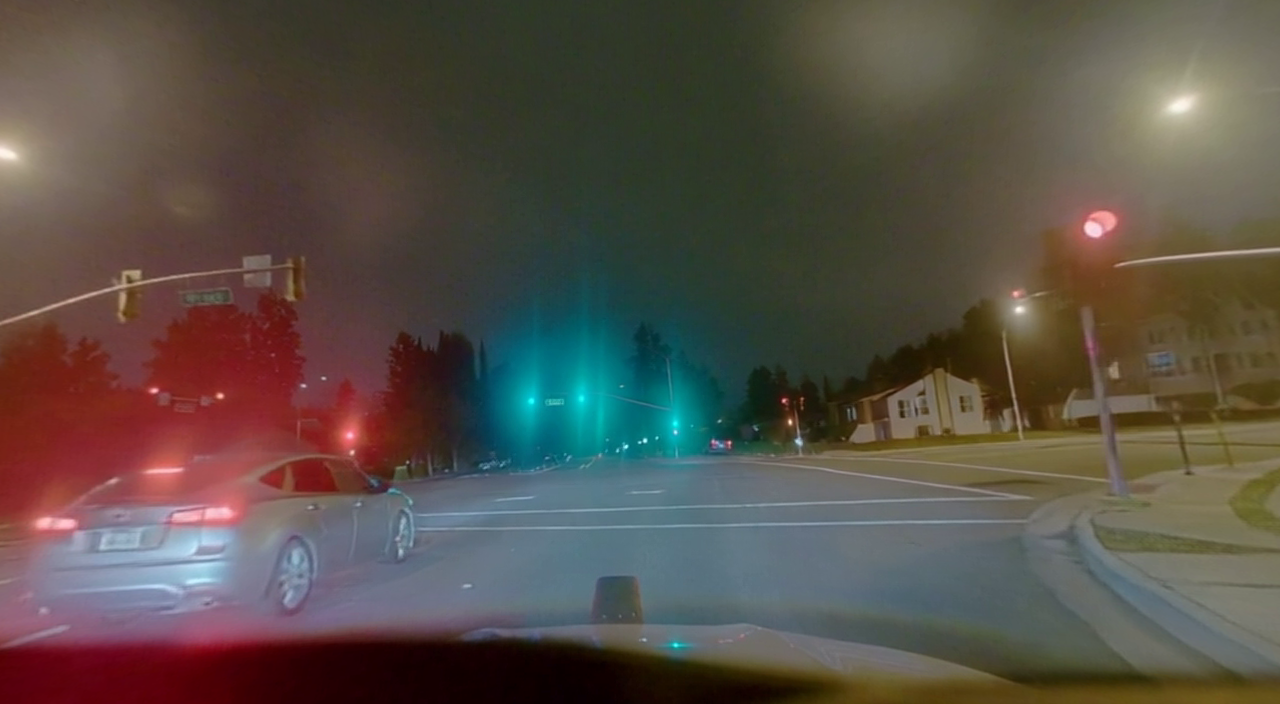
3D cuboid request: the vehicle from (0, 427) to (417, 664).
[{"bbox_3d":[-3.776,1.574,6.153,1.777,1.537,3.831,0,-9,0],"label":"vehicle"}]
